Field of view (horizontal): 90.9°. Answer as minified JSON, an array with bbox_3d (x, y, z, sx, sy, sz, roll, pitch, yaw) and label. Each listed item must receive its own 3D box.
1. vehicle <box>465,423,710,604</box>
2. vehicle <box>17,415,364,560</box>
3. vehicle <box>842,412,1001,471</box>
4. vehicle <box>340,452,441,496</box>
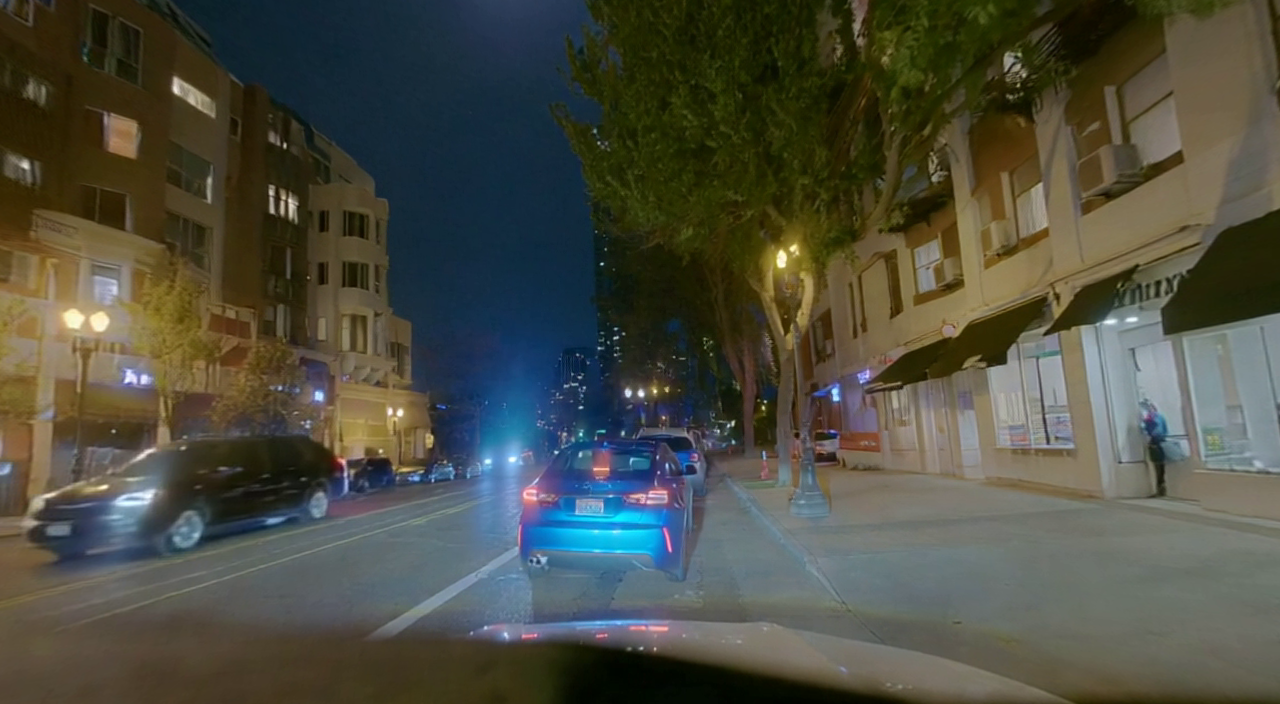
[{"bbox_3d":[-0.260,1.641,7.339,1.939,1.478,3.922,-2,-8,9],"label":"vehicle"},{"bbox_3d":[-7.017,2.147,10.728,2.071,1.811,4.711,-4,-9,7],"label":"vehicle"},{"bbox_3d":[9.014,2.832,20.218,4.558,1.528,1.915,0,-8,-23],"label":"vehicle"},{"bbox_3d":[-10.260,5.028,26.279,1.826,1.432,4.556,-7,-9,8],"label":"vehicle"}]
